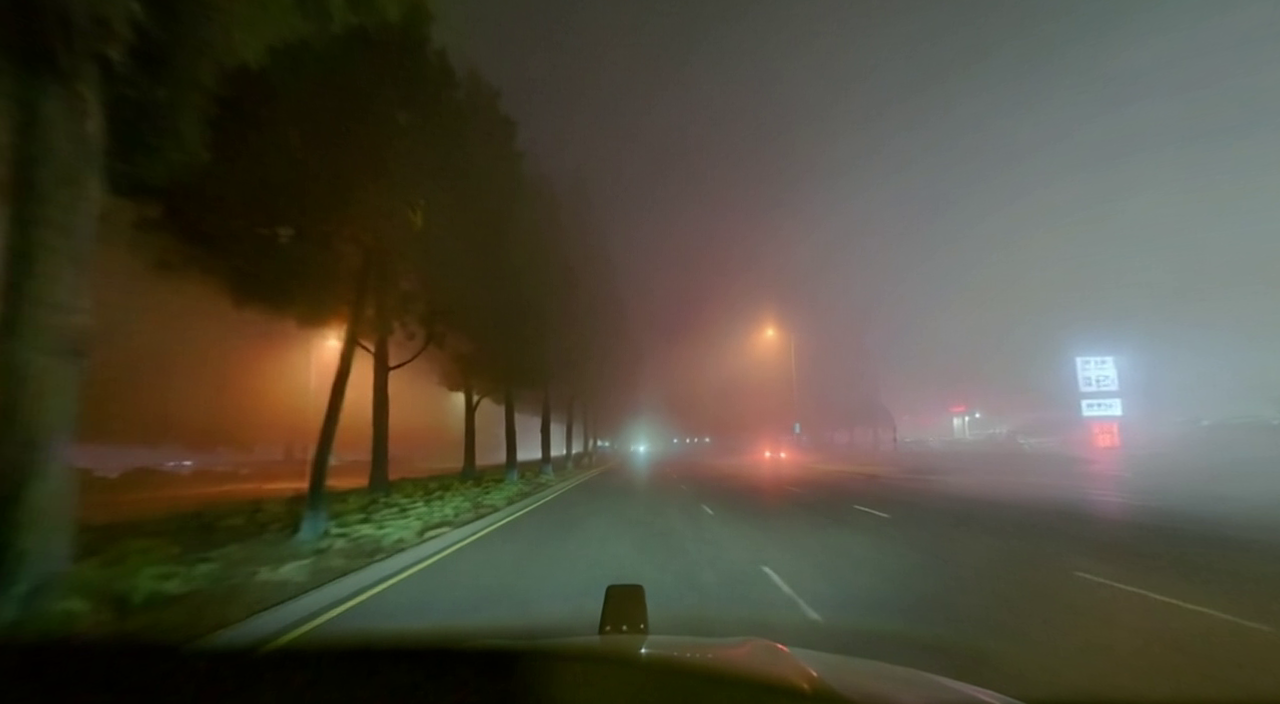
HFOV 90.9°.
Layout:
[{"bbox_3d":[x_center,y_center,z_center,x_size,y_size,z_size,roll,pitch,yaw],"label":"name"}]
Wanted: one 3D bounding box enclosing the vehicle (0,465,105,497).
[{"bbox_3d":[-31.235,6.755,33.111,4.320,1.463,1.827,4,-9,-25],"label":"vehicle"}]
